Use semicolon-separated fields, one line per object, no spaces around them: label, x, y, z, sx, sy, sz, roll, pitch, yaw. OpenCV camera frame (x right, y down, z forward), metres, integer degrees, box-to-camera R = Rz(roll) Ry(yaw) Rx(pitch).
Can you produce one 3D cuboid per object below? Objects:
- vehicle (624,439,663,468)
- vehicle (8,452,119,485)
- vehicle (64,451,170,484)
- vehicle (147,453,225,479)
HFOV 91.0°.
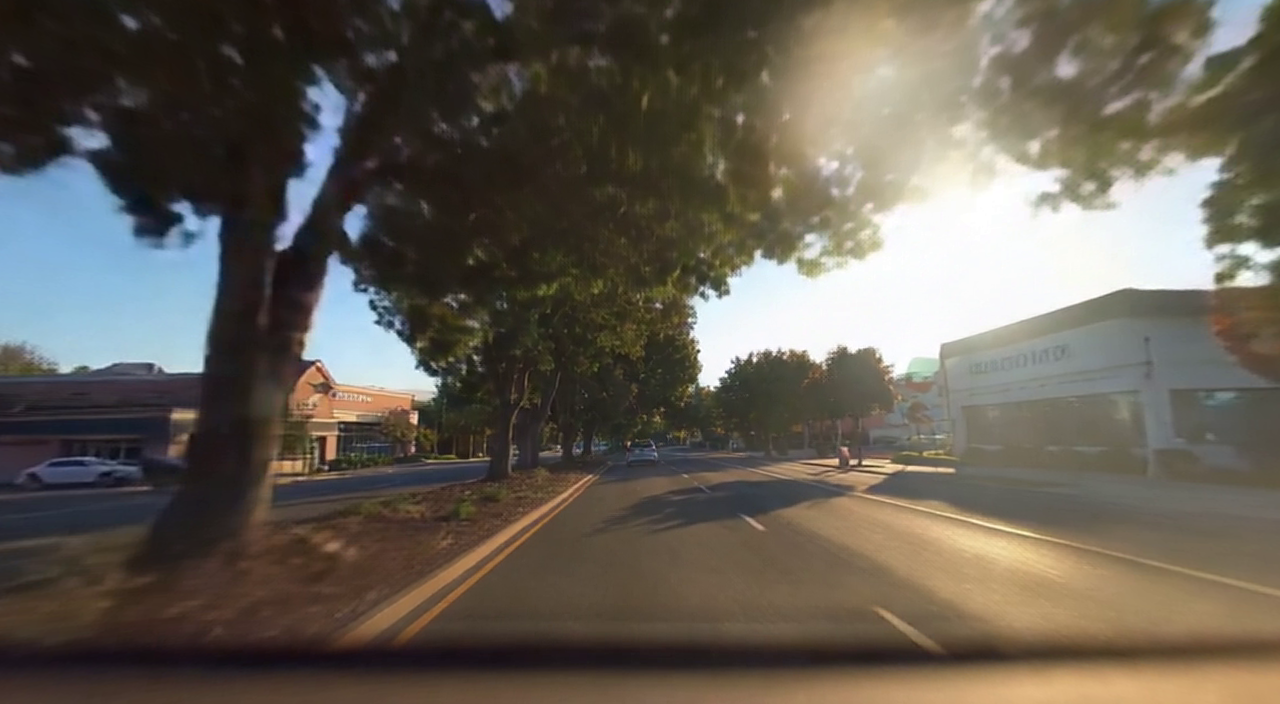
vehicle;0.135;5.386;33.482;1.998;1.452;3.773;0;-8;-1
vehicle;-34.378;6.928;37.731;2.034;1.742;4.830;0;-8;0
vehicle;-31.150;6.862;37.724;1.952;1.729;5.170;0;-8;-1
vehicle;-31.116;7.815;43.382;1.873;1.513;5.019;-3;-9;-3
